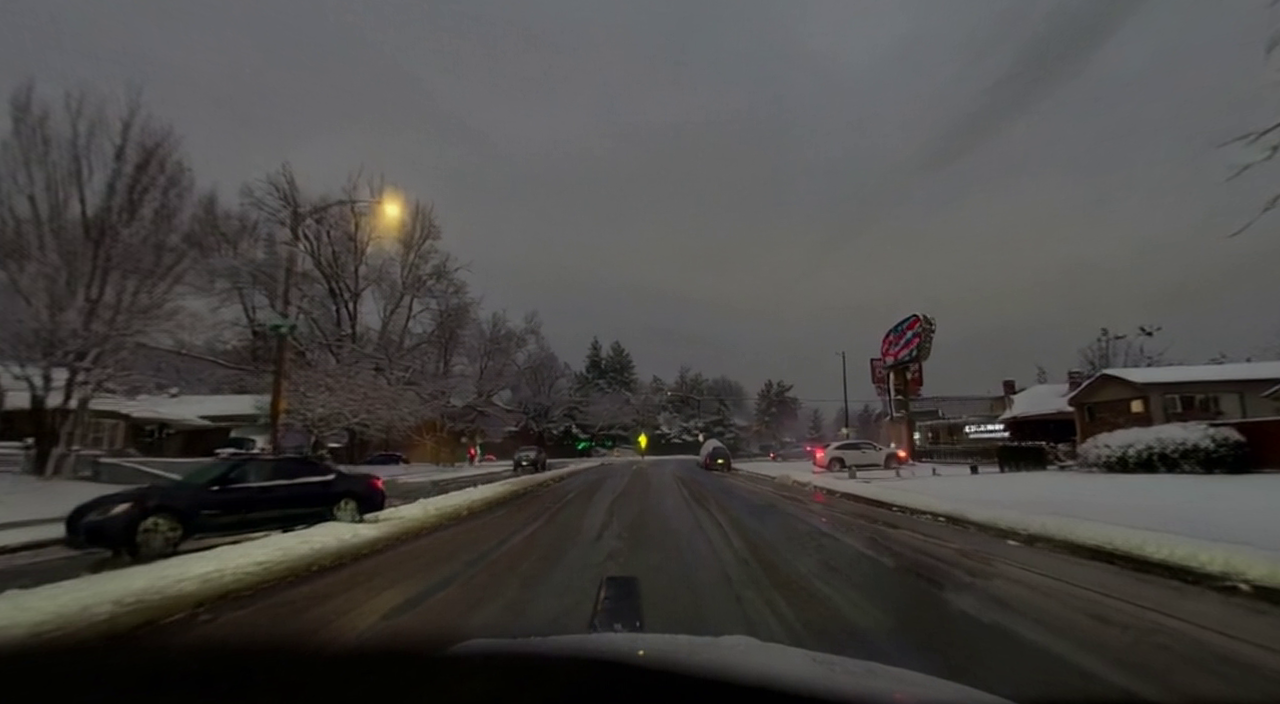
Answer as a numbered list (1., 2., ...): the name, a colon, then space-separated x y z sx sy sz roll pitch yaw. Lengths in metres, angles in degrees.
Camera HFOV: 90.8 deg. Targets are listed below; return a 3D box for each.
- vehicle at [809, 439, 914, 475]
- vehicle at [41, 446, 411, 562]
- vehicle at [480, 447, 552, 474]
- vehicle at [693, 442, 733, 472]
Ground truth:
1. vehicle: 11.568 5.517 33.279 4.733 1.843 2.005 0 -9 2
2. vehicle: -6.592 2.388 10.713 4.750 1.559 1.928 5 -10 -30
3. vehicle: -8.842 7.699 45.102 4.620 1.695 2.004 5 -11 -38
4. vehicle: 4.838 7.006 42.384 2.051 1.925 4.625 0 -9 -1
